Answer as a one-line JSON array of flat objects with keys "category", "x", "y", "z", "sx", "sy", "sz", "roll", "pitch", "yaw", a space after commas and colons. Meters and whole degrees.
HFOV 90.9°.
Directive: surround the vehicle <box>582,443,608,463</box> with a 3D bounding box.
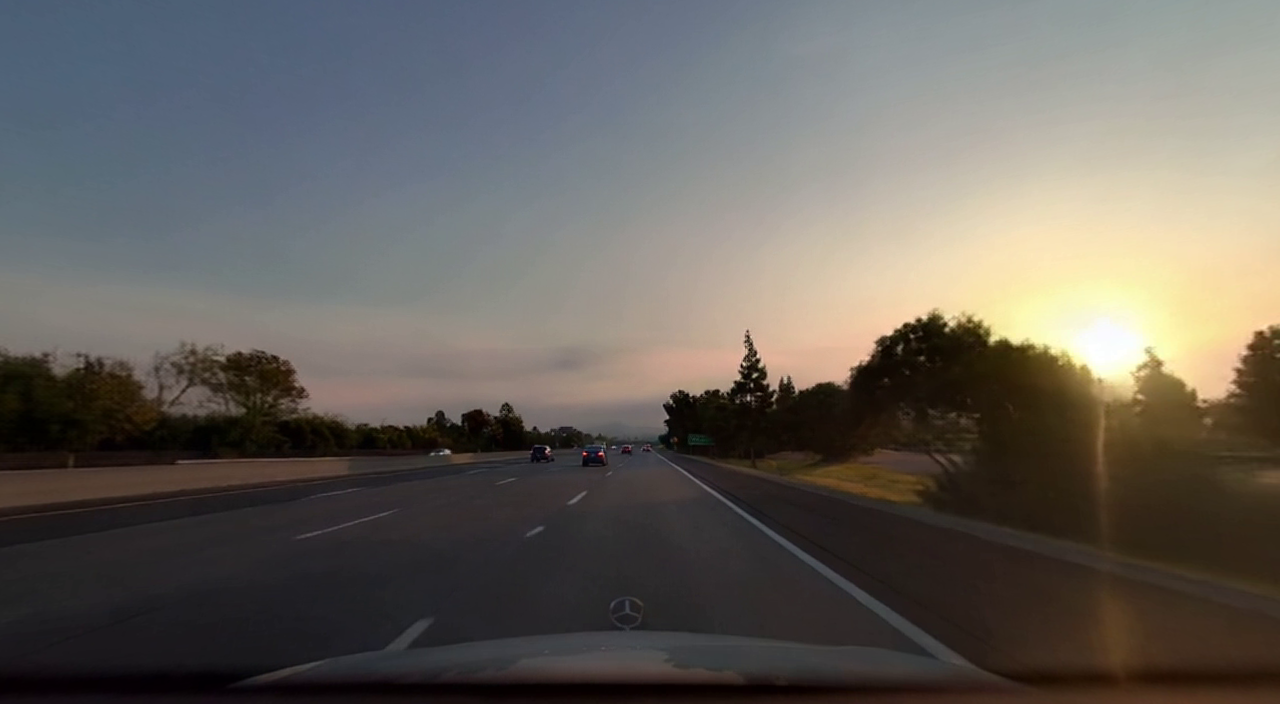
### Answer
[{"category": "vehicle", "x": -3.491, "y": 7.920, "z": 49.550, "sx": 1.786, "sy": 1.488, "sz": 4.023, "roll": 0, "pitch": -8, "yaw": 0}]
